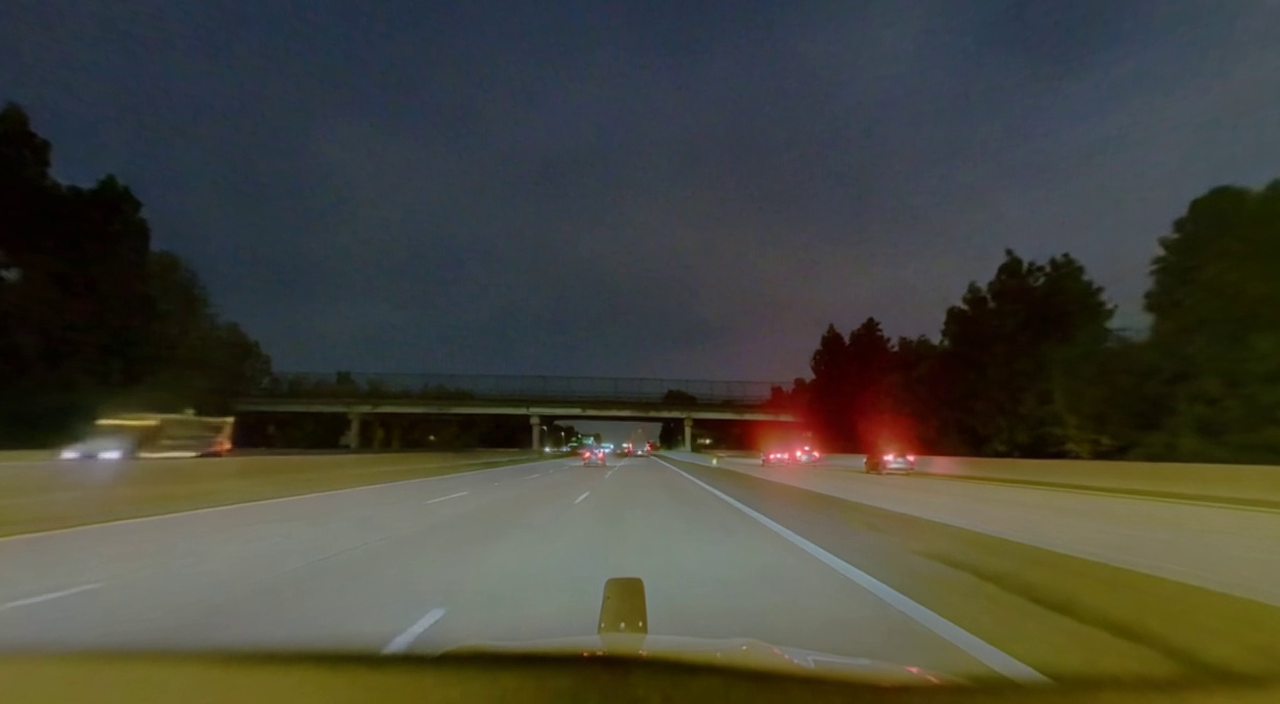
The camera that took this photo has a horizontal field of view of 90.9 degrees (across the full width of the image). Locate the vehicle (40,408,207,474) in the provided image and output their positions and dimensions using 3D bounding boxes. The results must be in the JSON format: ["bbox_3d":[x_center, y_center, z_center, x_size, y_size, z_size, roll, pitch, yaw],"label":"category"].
[{"bbox_3d":[-21.382,3.798,26.546,2.191,2.467,5.670,0,-9,-1],"label":"vehicle"}]
